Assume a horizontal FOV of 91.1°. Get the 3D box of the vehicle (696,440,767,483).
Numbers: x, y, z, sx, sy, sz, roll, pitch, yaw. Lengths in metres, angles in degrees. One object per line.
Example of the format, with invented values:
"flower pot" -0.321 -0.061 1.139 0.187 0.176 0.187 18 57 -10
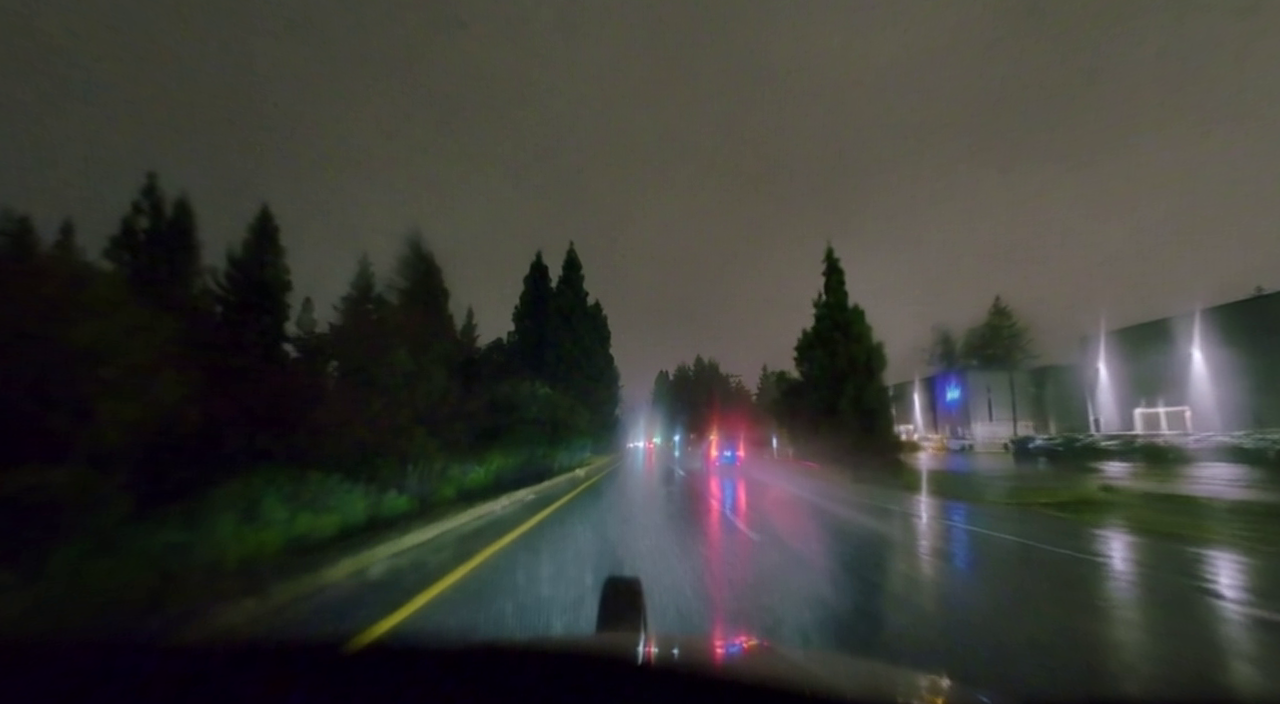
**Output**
"vehicle" 3.448 4.218 24.468 2.079 1.531 3.997 0 -9 -1
